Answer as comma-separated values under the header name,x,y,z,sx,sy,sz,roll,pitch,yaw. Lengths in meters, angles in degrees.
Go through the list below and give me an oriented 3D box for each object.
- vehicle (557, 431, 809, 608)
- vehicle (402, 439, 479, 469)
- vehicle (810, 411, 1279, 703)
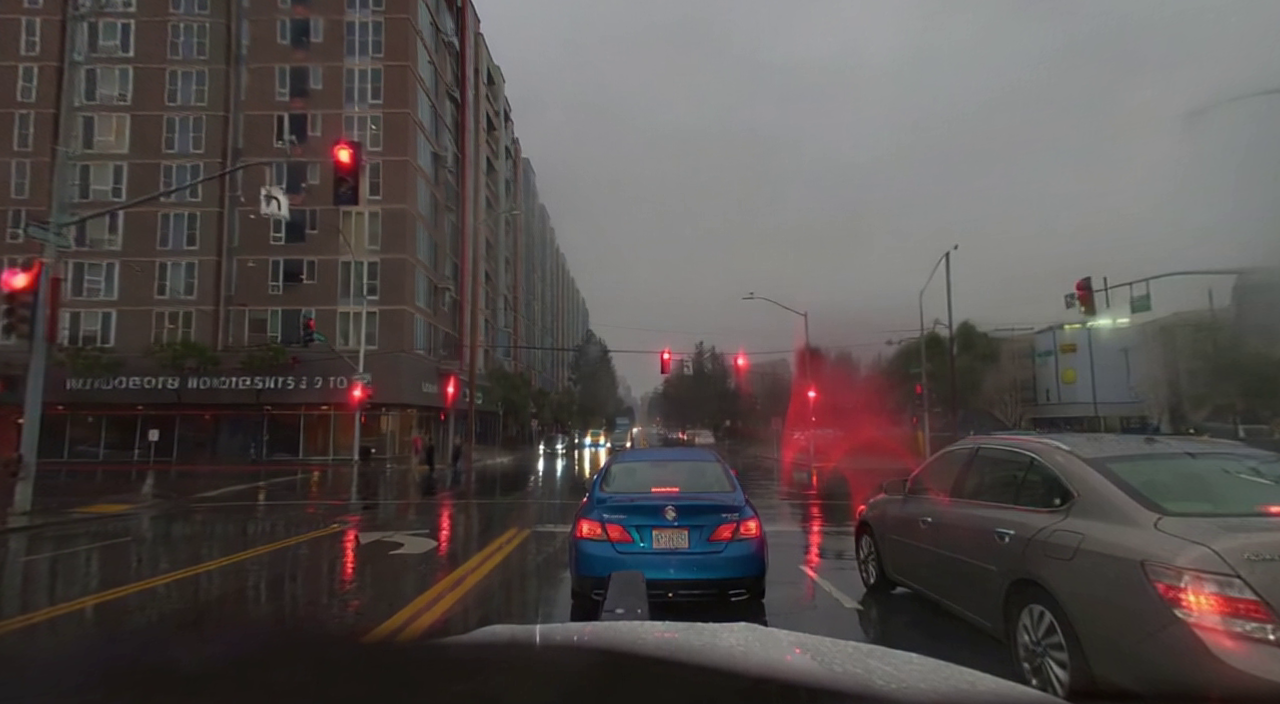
name,x,y,z,sx,sy,sz,roll,pitch,yaw
vehicle,0.289,1.714,7.422,2.132,1.464,4.089,0,-8,-2
vehicle,-11.497,5.884,36.544,2.030,1.596,3.912,-5,-10,28
vehicle,2.815,1.292,4.552,1.961,1.498,4.356,0,-8,0
